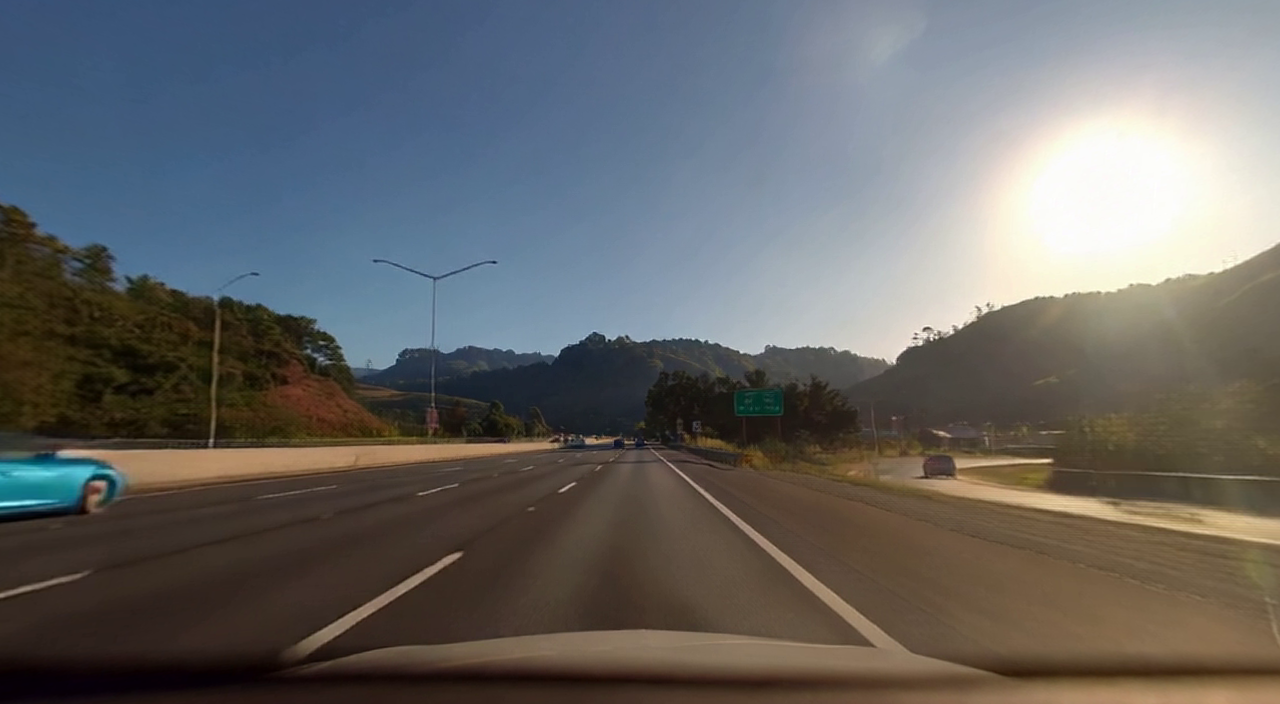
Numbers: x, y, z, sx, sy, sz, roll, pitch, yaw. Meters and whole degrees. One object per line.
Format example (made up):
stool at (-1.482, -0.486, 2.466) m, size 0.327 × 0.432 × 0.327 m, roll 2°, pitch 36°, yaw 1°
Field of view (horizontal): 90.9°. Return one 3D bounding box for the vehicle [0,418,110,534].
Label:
vehicle at (-10.877, 1.810, 9.045) m, size 2.152 × 1.753 × 4.972 m, roll 0°, pitch -8°, yaw 1°
